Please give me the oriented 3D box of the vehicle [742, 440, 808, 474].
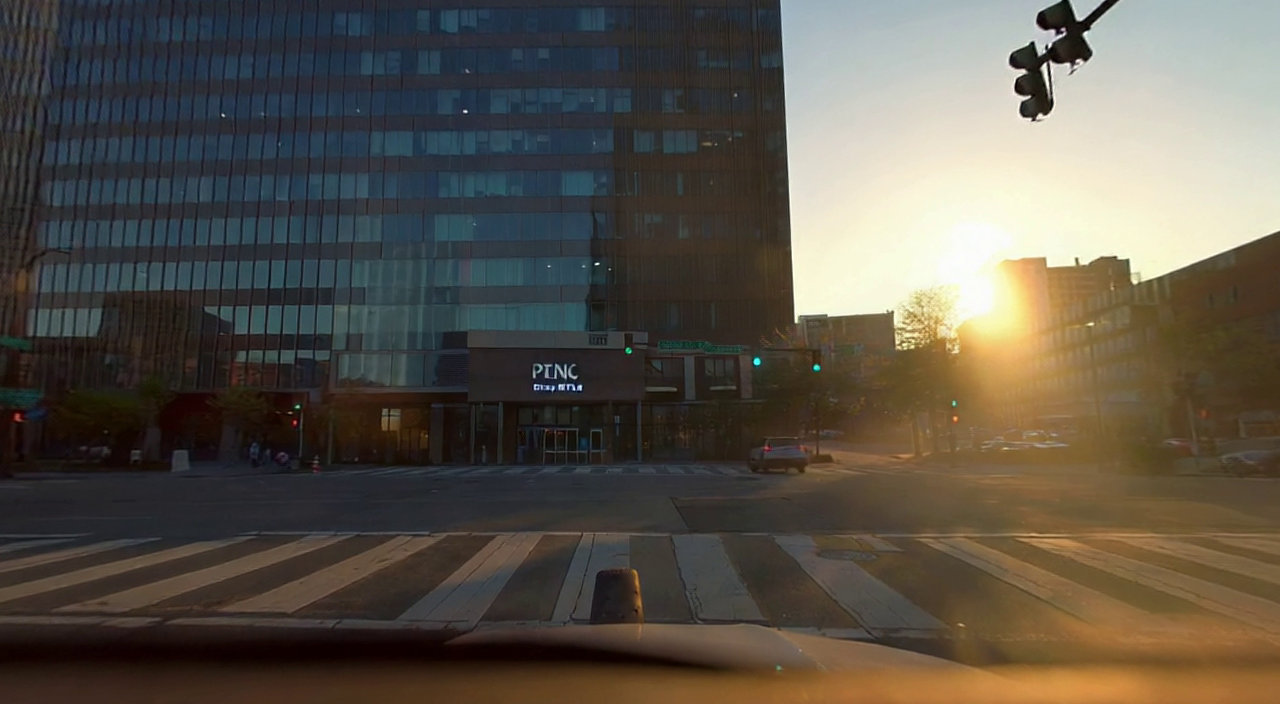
[{"bbox_3d":[6.290,4.955,29.940,1.988,1.466,4.529,0,-8,-2],"label":"vehicle"}]
